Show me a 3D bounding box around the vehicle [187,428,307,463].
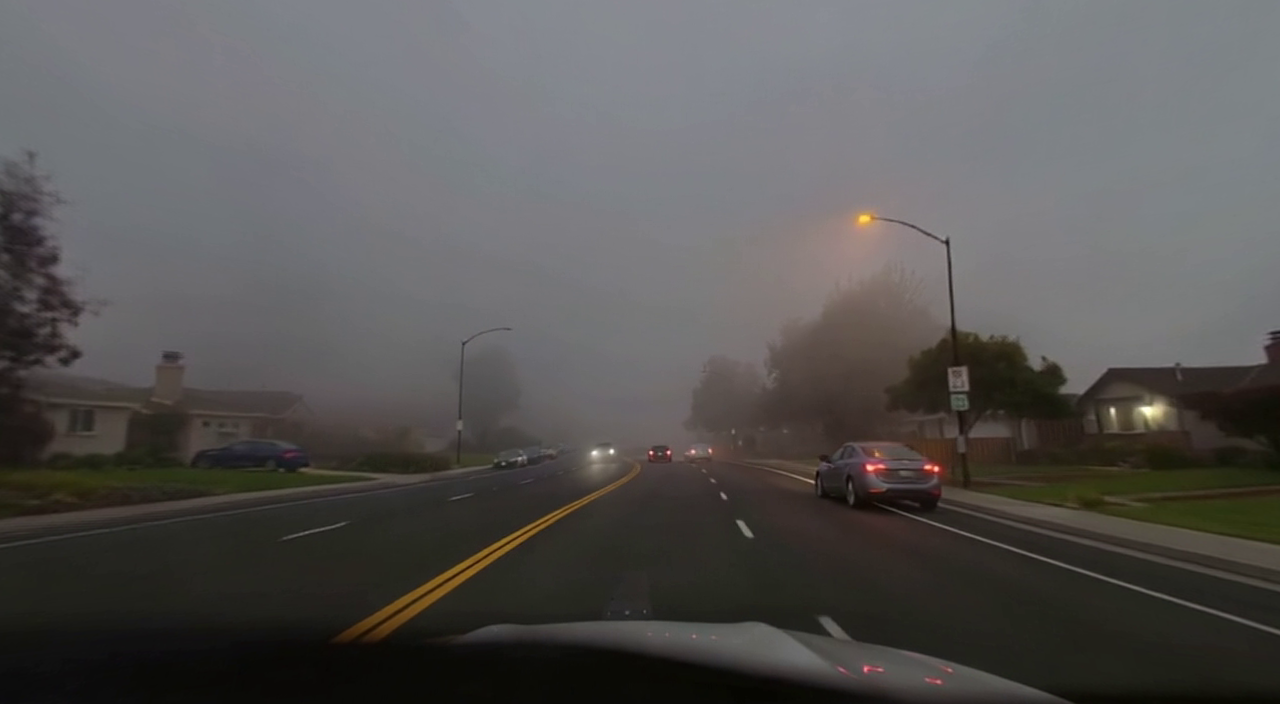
[{"bbox_3d":[-18.415,4.415,29.672,4.377,1.570,1.871,0,-8,1],"label":"vehicle"}]

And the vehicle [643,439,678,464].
[{"bbox_3d":[1.362,6.917,43.939,2.106,1.667,4.367,0,-8,-3],"label":"vehicle"}]

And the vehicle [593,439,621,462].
[{"bbox_3d":[-2.606,7.673,49.054,2.081,1.721,4.228,1,-8,-5],"label":"vehicle"}]

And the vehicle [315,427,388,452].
[{"bbox_3d":[-22.722,6.939,49.737,4.772,1.877,2.038,1,-8,-8],"label":"vehicle"}]

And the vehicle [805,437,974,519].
[{"bbox_3d":[5.186,2.653,13.844,1.934,1.506,4.282,0,-8,0],"label":"vehicle"}]

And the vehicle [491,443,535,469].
[{"bbox_3d":[-8.759,7.190,43.956,2.038,1.690,4.825,0,-8,0],"label":"vehicle"}]
